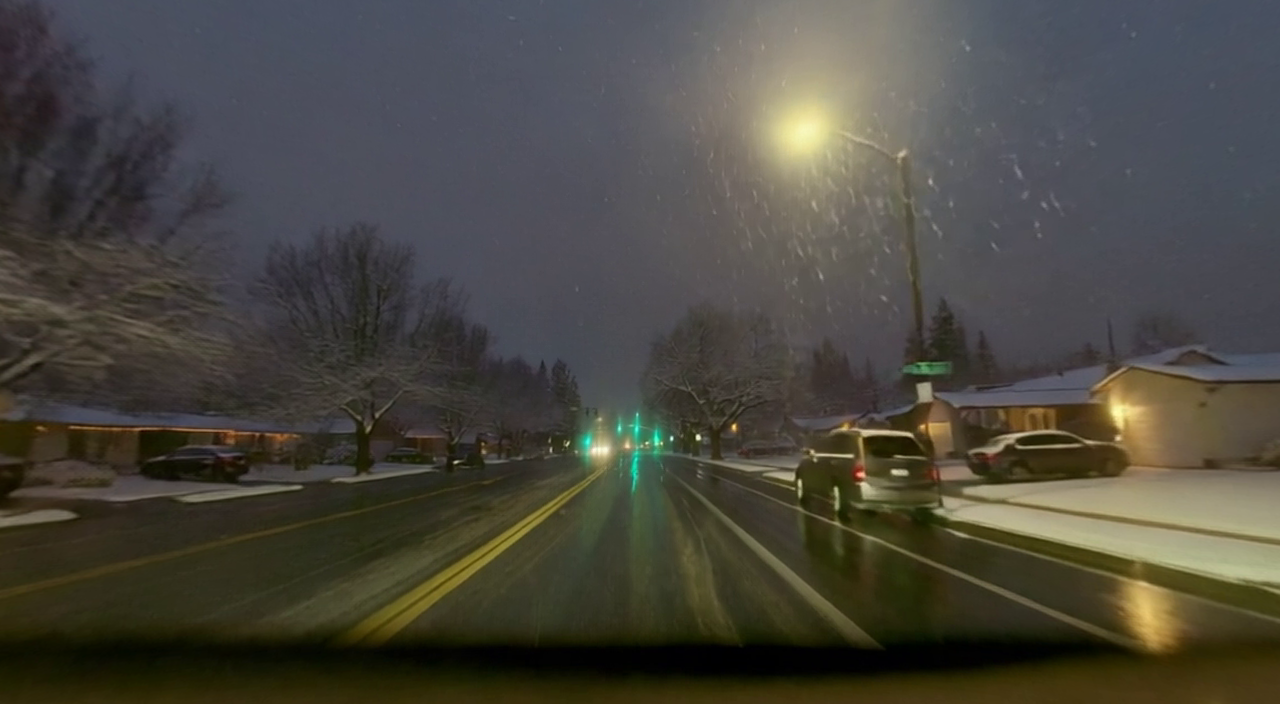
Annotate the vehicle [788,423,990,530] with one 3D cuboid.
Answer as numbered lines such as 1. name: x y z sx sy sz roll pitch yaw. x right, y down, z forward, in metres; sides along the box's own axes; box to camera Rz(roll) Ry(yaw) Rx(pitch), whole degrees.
1. vehicle: 4.805 2.471 13.189 2.196 1.801 4.778 0 -8 -1

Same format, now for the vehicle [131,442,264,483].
1. vehicle: -20.806 5.188 29.837 4.698 1.862 2.116 0 -8 2

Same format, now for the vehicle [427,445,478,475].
1. vehicle: -12.532 7.228 42.531 2.003 1.804 4.554 -1 -7 1

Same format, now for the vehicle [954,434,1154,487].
1. vehicle: 12.197 3.205 18.857 4.577 1.490 1.903 0 -8 0
